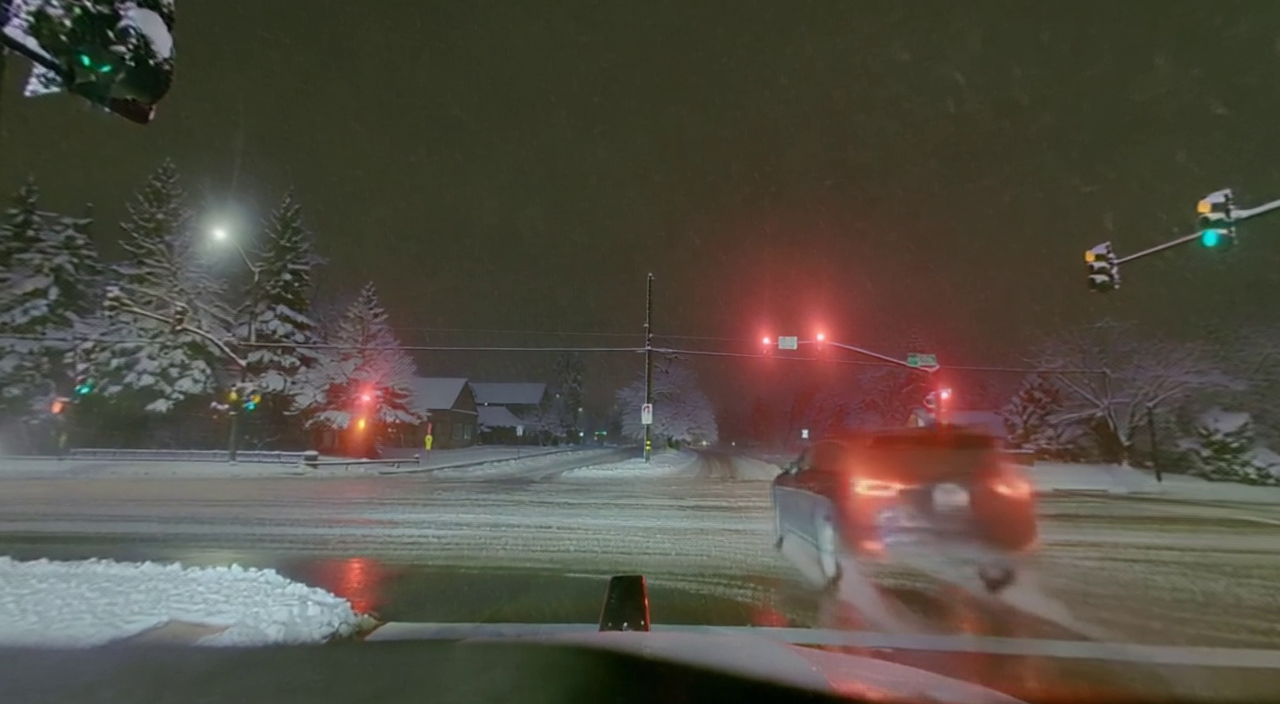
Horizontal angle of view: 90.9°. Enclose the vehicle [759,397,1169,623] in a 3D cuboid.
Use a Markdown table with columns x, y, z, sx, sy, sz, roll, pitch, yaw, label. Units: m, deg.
| x | y | z | sx | sy | sz | roll | pitch | yaw | label |
| --- | --- | --- | --- | --- | --- | --- | --- | --- | --- |
| 2.922 | 1.554 | 7.244 | 2.150 | 1.706 | 4.754 | 0 | -8 | 0 | vehicle |
